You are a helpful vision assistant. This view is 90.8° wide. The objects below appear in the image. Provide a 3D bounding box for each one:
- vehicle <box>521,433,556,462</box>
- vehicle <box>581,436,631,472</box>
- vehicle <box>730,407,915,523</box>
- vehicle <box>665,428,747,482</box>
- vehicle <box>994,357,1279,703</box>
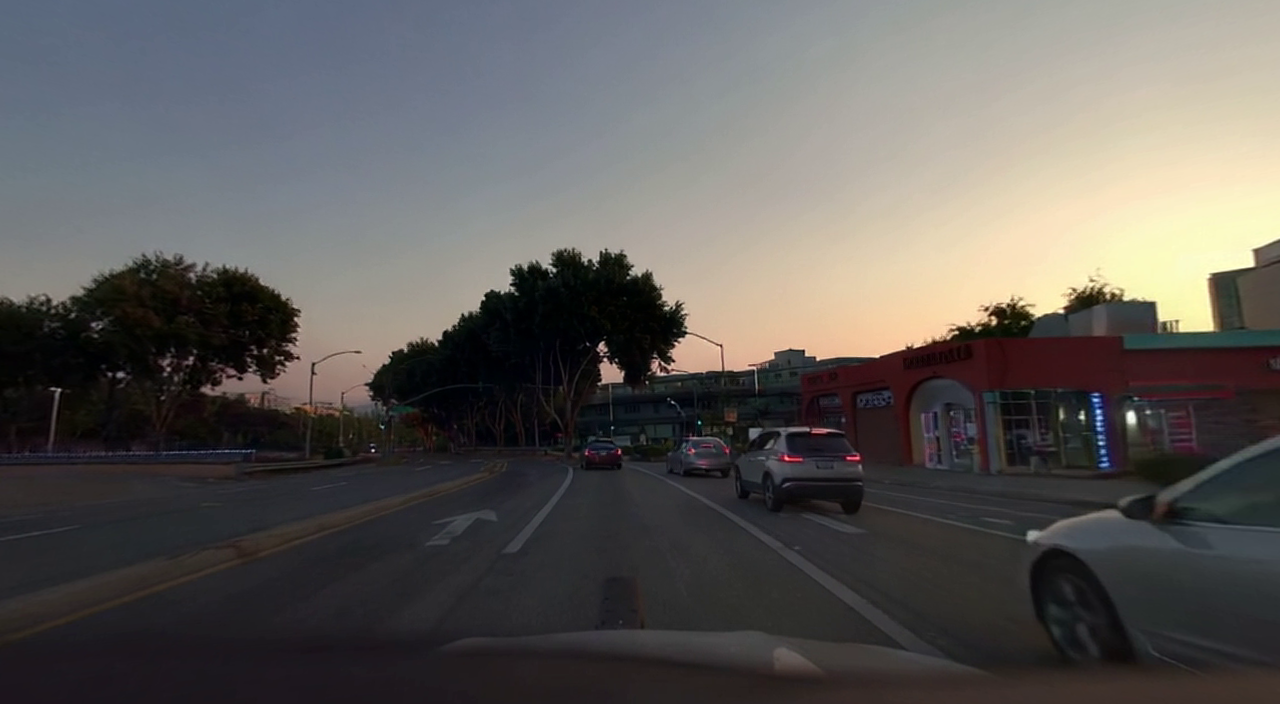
[{"bbox_3d":[-7.725,7.204,48.170,2.462,2.079,5.117,1,-8,-10],"label":"vehicle"},{"bbox_3d":[-1.641,4.660,29.017,2.068,1.512,3.987,1,-9,-6],"label":"vehicle"},{"bbox_3d":[3.124,2.074,11.973,2.046,1.768,4.370,0,-9,-2],"label":"vehicle"},{"bbox_3d":[2.282,3.732,23.270,2.216,1.750,4.520,0,-8,-4],"label":"vehicle"},{"bbox_3d":[3.254,0.780,1.922,1.966,1.596,3.980,0,-8,-1],"label":"vehicle"}]
